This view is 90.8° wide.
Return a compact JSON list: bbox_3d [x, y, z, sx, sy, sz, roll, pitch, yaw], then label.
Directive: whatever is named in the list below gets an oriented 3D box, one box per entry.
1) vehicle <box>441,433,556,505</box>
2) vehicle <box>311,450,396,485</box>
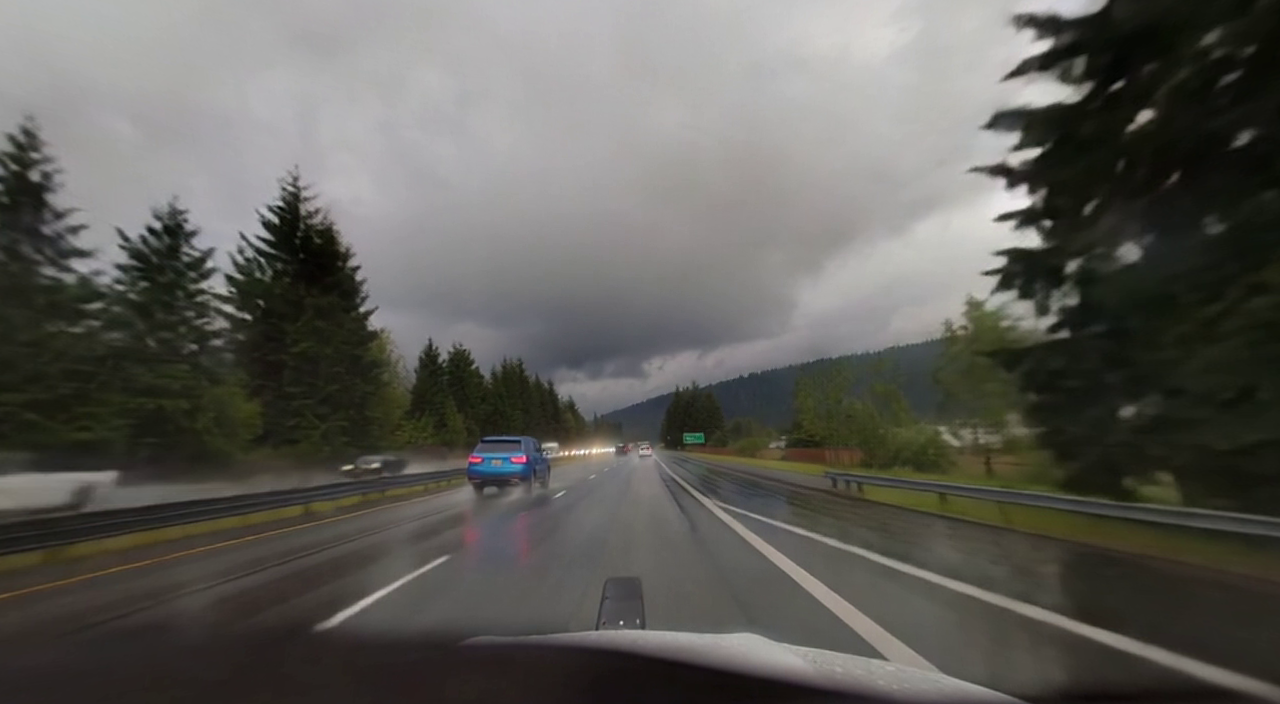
[{"bbox_3d":[-3.747,3.184,17.654,2.110,1.727,4.607,0,-9,1],"label":"vehicle"},{"bbox_3d":[-13.003,5.250,28.976,1.803,1.435,4.433,0,-9,0],"label":"vehicle"}]
